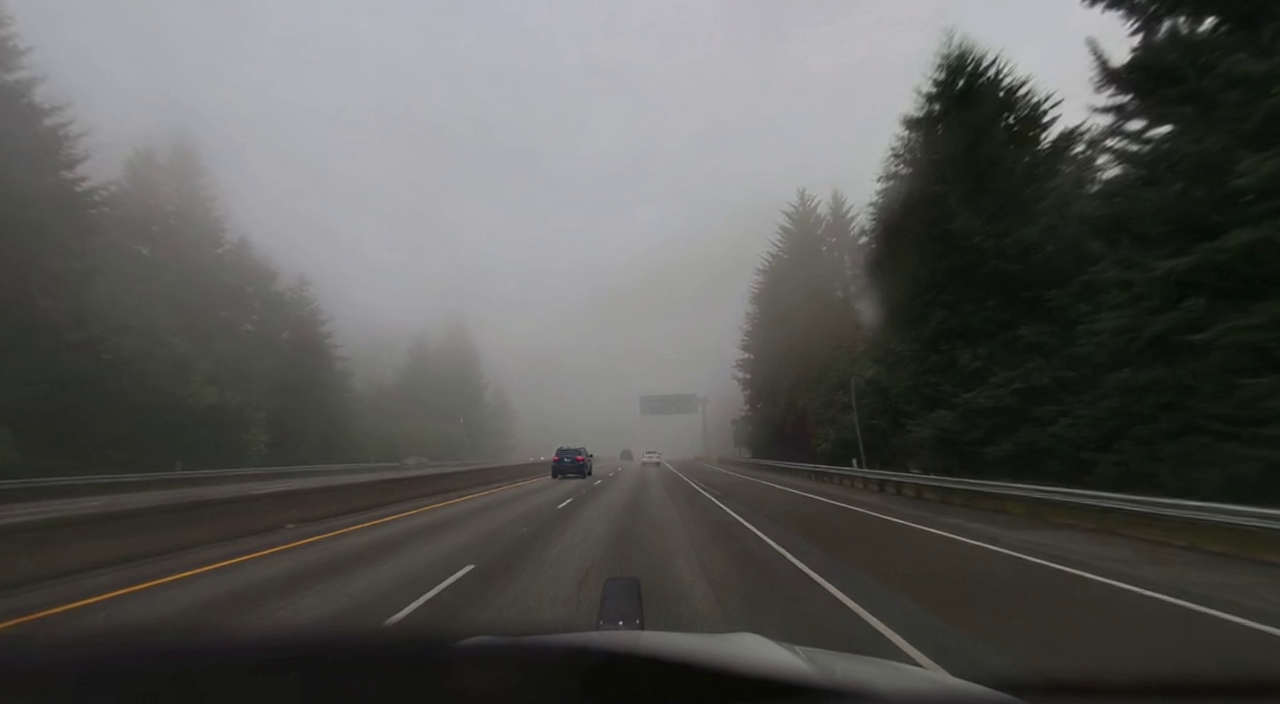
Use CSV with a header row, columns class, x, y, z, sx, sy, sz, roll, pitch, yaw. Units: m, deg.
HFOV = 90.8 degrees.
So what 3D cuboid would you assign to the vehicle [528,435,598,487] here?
class,x,y,z,sx,sy,sz,roll,pitch,yaw
vehicle,-2.918,4.258,24.986,2.143,1.853,4.123,-1,-9,2
